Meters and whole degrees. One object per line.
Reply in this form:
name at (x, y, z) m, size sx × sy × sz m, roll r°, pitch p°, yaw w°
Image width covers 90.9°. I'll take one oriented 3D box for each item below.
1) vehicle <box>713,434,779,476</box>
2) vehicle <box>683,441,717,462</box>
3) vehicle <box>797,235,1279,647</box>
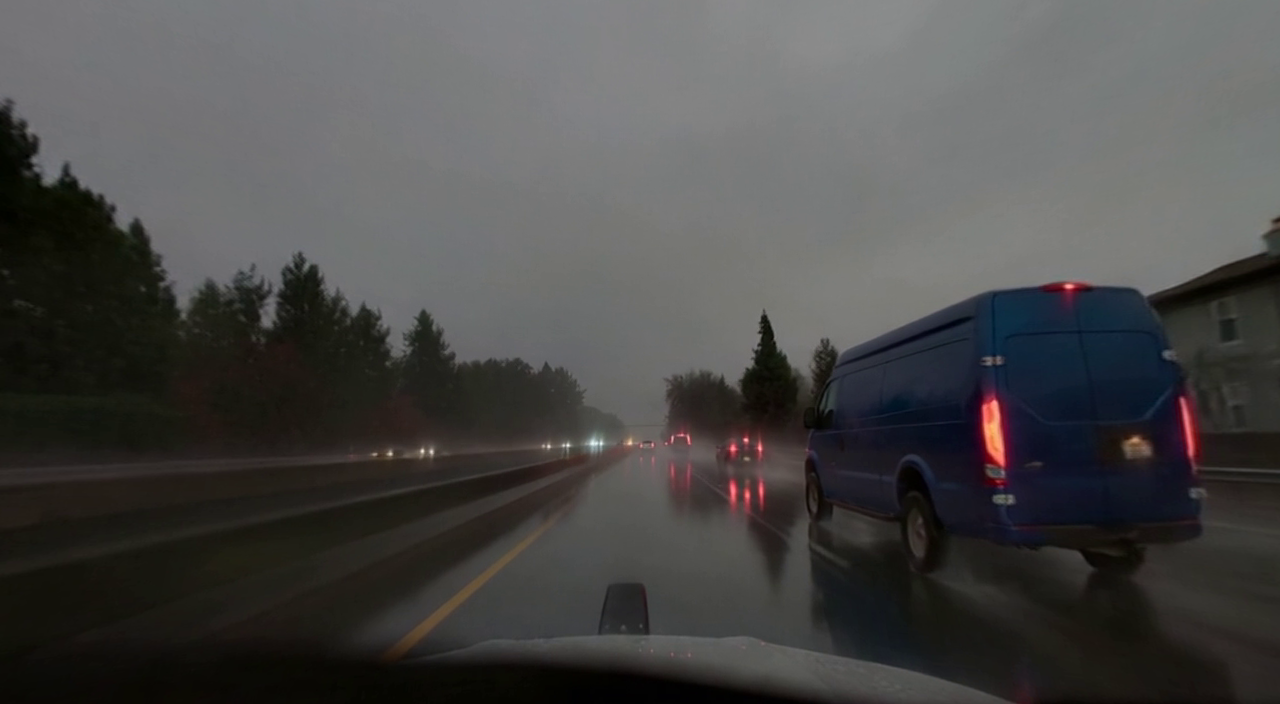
vehicle at (4.470, 4.405, 27.218) m, size 2.034 × 1.651 × 4.342 m, roll 0°, pitch -8°, yaw 0°
vehicle at (4.374, 7.311, 46.363) m, size 2.050 × 1.448 × 4.123 m, roll 0°, pitch -8°, yaw -1°
vehicle at (3.653, 0.948, 7.057) m, size 2.302 × 2.670 × 5.912 m, roll 0°, pitch -8°, yaw 1°
